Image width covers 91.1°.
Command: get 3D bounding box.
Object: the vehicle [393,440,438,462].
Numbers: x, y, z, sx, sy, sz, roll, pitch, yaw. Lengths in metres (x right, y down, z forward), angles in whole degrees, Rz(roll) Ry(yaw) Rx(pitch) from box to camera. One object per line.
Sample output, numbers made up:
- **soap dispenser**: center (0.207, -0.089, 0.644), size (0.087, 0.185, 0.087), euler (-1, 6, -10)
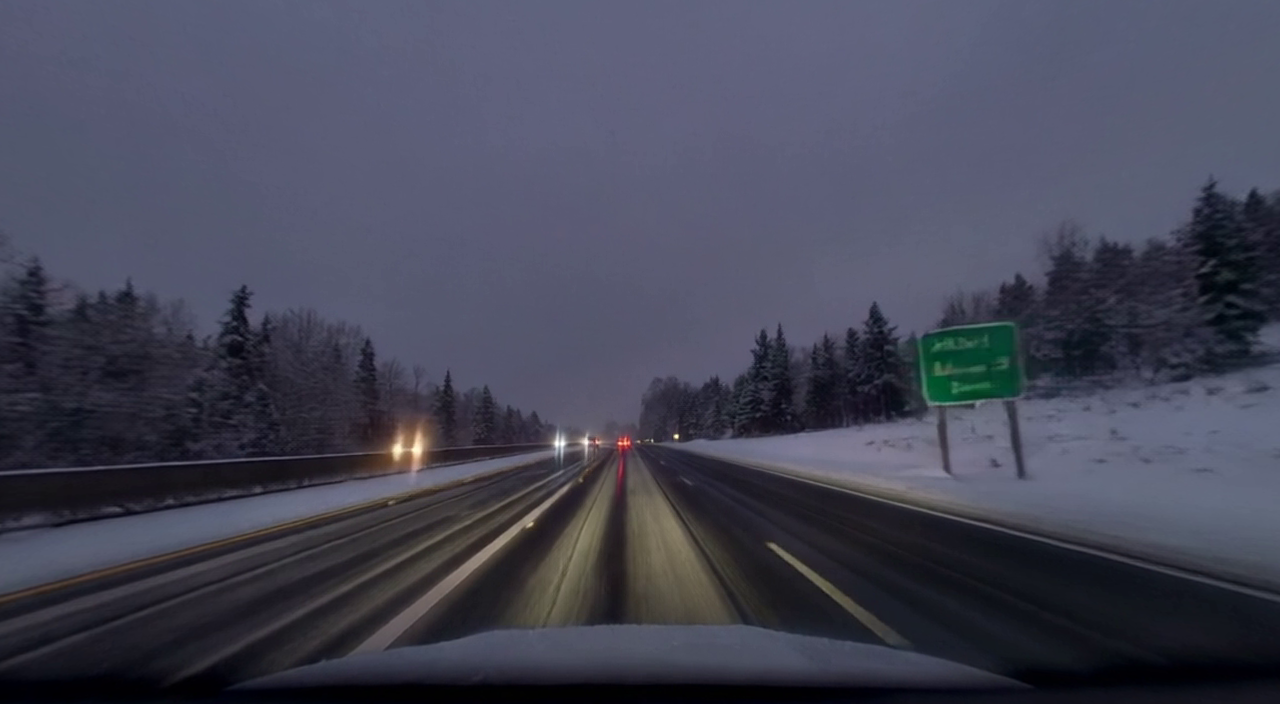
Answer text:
- **vehicle**: center (-16.859, 7.443, 47.420), size (1.911, 1.576, 4.301), euler (0, -8, -1)
